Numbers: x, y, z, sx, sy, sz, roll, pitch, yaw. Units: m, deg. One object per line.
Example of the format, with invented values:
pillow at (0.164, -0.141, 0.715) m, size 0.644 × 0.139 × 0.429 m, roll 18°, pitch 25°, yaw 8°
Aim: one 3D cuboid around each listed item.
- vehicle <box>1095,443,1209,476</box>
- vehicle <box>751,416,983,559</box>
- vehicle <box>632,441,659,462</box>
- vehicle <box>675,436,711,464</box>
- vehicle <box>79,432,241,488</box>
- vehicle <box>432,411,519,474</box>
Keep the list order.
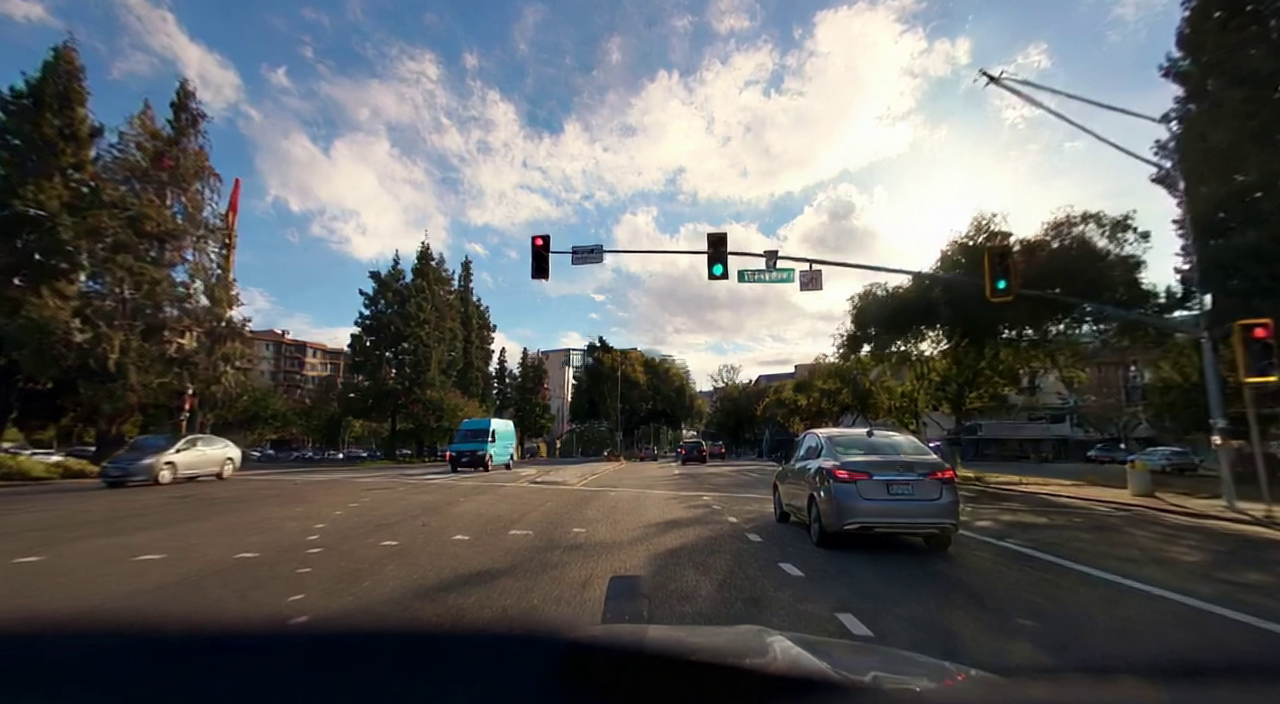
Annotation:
vehicle at (27.968, 5.863, 34.680) m, size 2.070 × 1.687 × 4.705 m, roll 1°, pitch -8°, yaw -4°
vehicle at (2.973, 1.855, 9.302) m, size 1.901 × 1.634 × 3.952 m, roll 0°, pitch -8°, yaw 0°
vehicle at (0.396, 7.653, 48.575) m, size 1.991 × 1.477 × 3.814 m, roll 0°, pitch -8°, yaw 1°
vehicle at (3.730, 6.969, 44.802) m, size 2.154 × 1.844 × 4.634 m, roll 0°, pitch -8°, yaw 0°
vehicle at (-17.159, 3.883, 22.940) m, size 2.053 × 1.797 × 4.750 m, roll 0°, pitch -8°, yaw 1°
vehicle at (-8.358, 4.759, 33.004) m, size 2.524 × 2.885 × 6.868 m, roll 1°, pitch -8°, yaw 1°
